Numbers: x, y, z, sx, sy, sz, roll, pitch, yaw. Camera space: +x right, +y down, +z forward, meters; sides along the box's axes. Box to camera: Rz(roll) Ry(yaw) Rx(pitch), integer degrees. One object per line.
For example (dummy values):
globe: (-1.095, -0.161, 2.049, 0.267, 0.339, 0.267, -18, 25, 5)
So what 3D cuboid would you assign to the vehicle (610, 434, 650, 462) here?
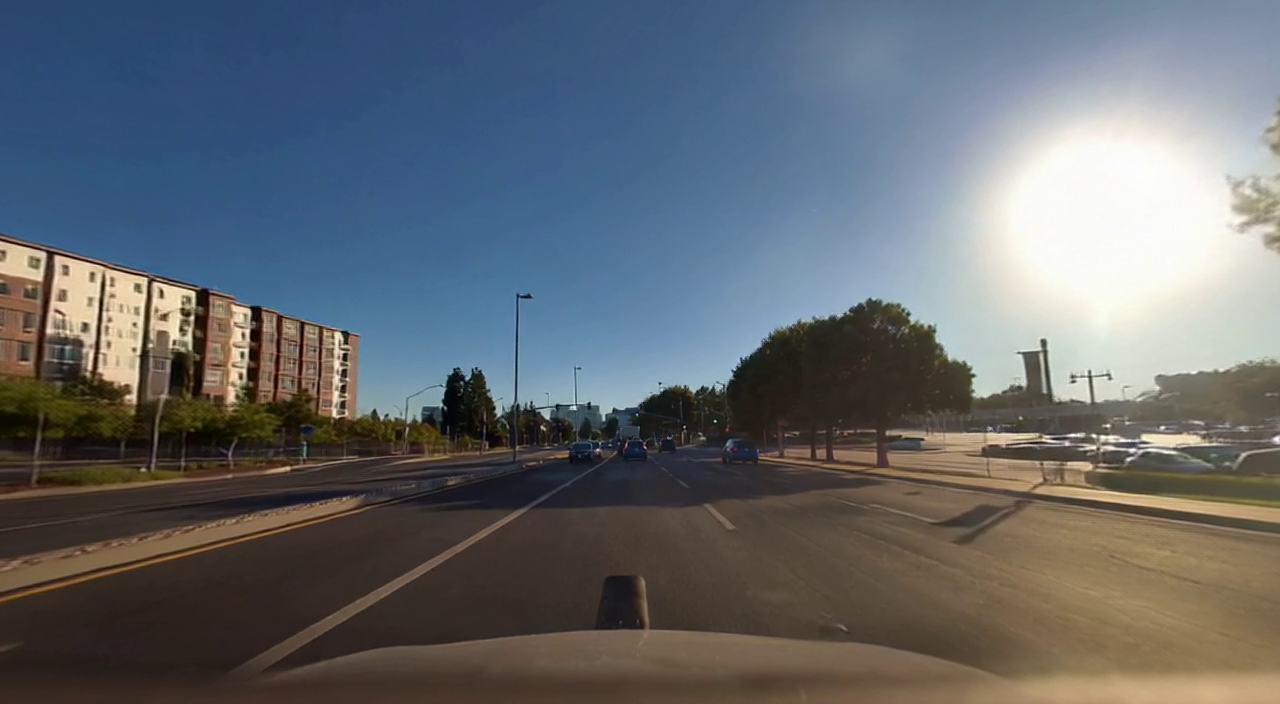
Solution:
vehicle: (-0.689, 6.936, 45.608, 2.682, 1.908, 5.706, 0, -9, -1)

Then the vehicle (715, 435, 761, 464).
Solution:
vehicle: (6.527, 6.534, 42.321, 2.136, 1.799, 4.796, 1, -9, -2)
